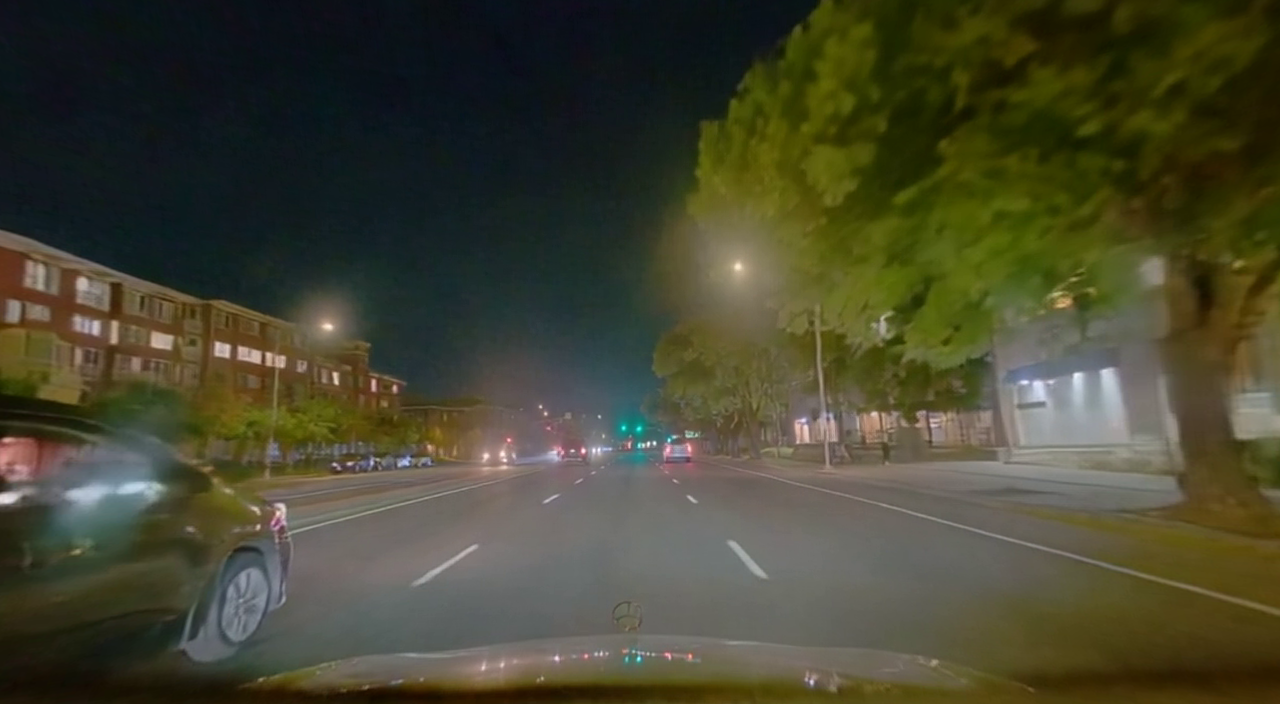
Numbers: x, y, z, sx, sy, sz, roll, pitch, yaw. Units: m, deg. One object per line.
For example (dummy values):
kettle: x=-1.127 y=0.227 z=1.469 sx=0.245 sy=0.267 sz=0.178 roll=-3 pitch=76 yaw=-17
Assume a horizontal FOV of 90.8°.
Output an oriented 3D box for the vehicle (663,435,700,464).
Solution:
vehicle: x=2.631 y=6.329 z=41.182 sx=2.018 sy=1.719 sz=4.369 roll=0 pitch=-8 yaw=-1

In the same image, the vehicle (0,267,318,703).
vehicle: x=-3.576 y=0.635 z=2.107 sx=2.225 sy=1.984 sz=5.168 roll=0 pitch=-8 yaw=1

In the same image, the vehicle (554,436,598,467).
vehicle: x=-3.650 y=5.761 z=36.780 sx=2.083 sy=1.685 sz=4.069 roll=0 pitch=-8 yaw=1
